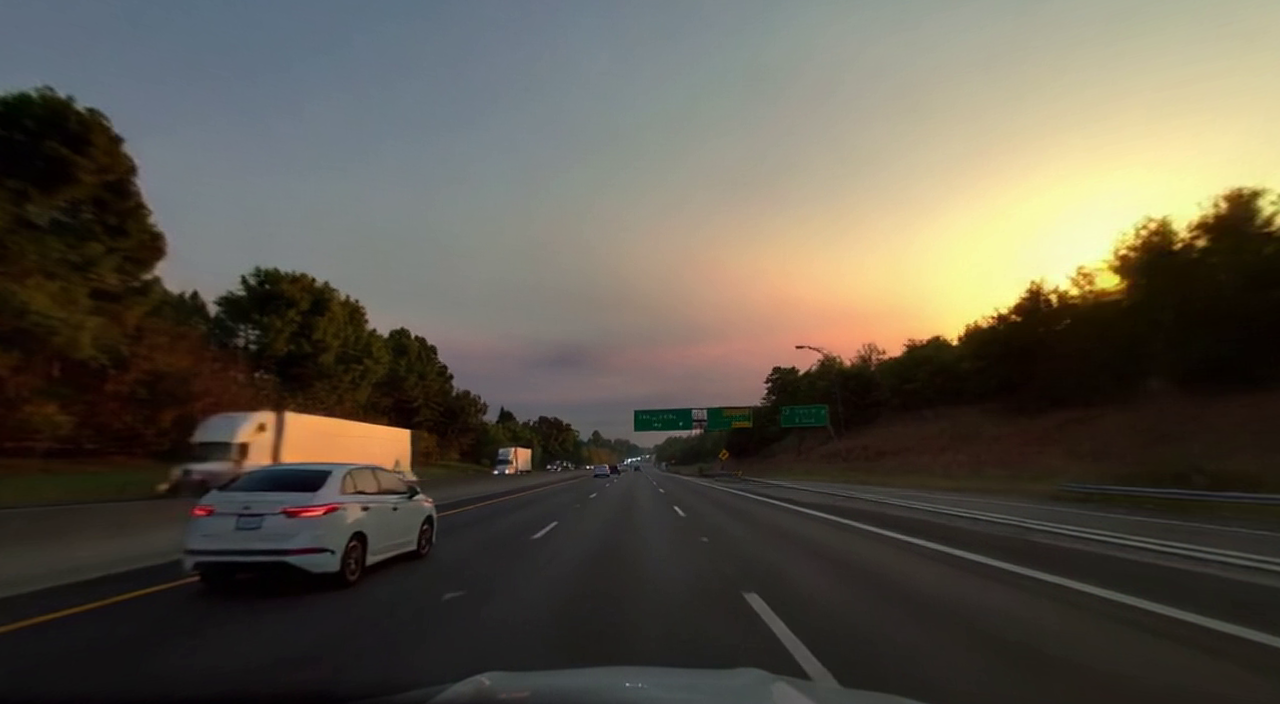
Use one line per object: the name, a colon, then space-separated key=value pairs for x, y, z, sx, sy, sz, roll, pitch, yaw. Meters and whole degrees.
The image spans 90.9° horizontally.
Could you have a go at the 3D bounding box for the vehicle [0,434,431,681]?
vehicle: x=-3.796 y=1.633 z=6.054 sx=1.998 sy=1.427 sz=4.462 roll=1 pitch=-11 yaw=0
